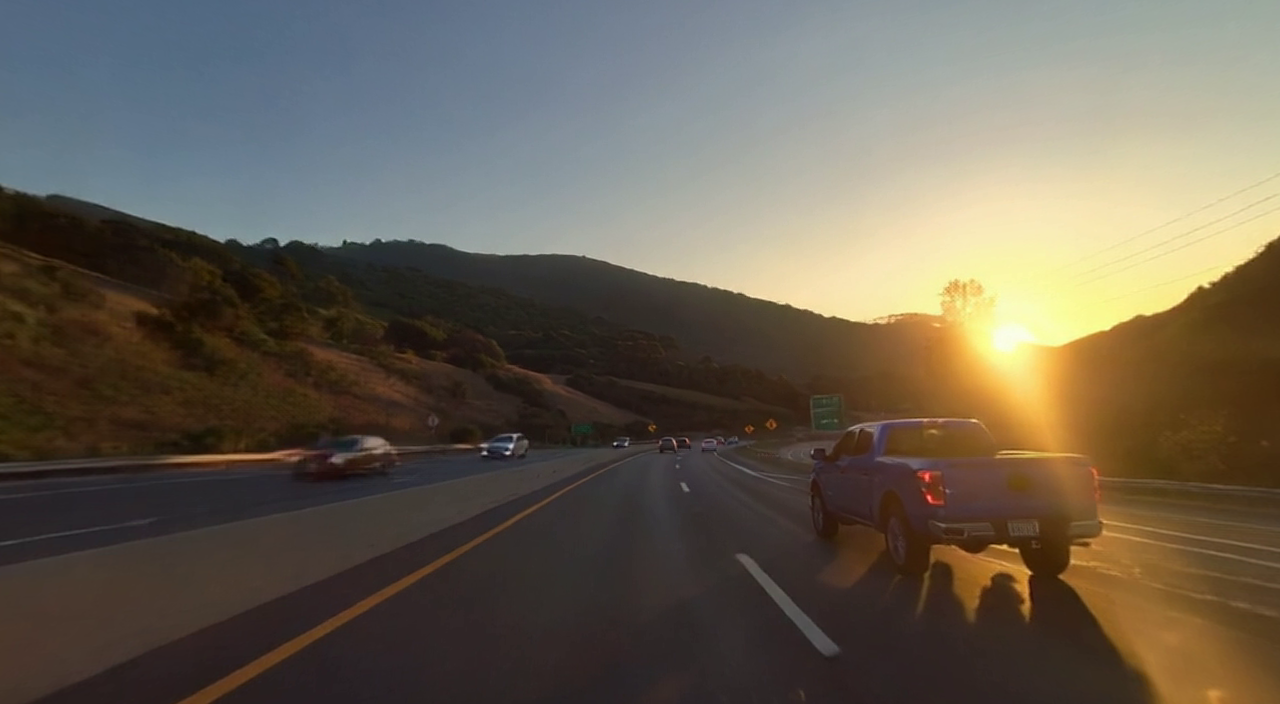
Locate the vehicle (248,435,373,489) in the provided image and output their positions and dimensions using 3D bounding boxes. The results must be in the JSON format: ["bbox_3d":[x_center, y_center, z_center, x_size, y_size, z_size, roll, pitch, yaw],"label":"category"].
[{"bbox_3d":[-11.079,3.706,21.639,1.970,1.629,4.136,-1,-9,1],"label":"vehicle"}]

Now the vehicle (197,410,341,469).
[{"bbox_3d":[-24.130,6.090,42.167,3.203,3.011,10.979,-4,-11,-1],"label":"vehicle"}]

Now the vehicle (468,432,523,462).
[{"bbox_3d":[-9.959,6.638,44.094,2.173,1.932,5.712,-1,-9,4],"label":"vehicle"}]

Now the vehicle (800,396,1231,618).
[{"bbox_3d":[3.591,1.580,7.447,2.151,1.744,4.709,0,-9,0],"label":"vehicle"}]
